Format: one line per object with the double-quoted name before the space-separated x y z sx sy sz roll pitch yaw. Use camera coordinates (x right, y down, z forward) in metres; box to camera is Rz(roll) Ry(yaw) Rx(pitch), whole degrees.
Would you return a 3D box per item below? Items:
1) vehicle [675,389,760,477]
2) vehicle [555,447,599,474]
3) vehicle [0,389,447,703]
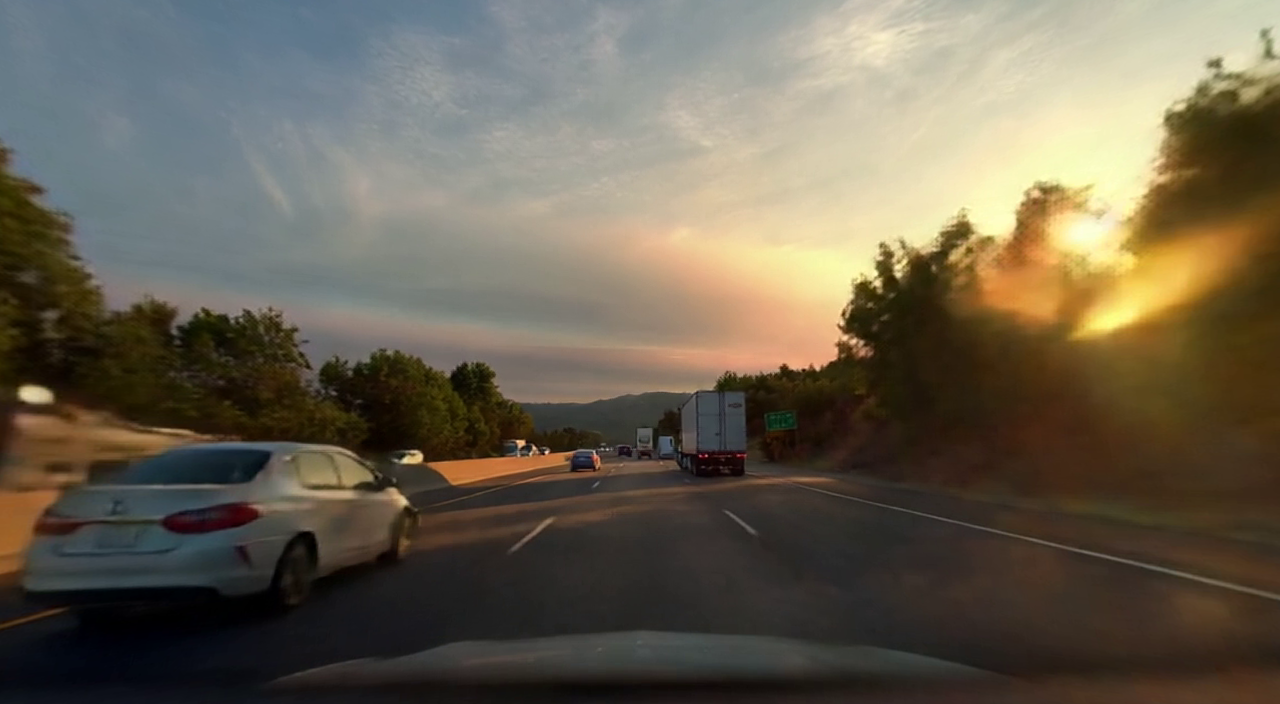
"vehicle" 4.018 4.920 36.695 2.974 4.083 14.389 0 -9 0
"vehicle" -3.609 6.331 36.922 2.121 1.445 4.651 0 -9 0
"vehicle" -3.276 1.279 4.641 2.104 1.526 4.940 0 -9 1
